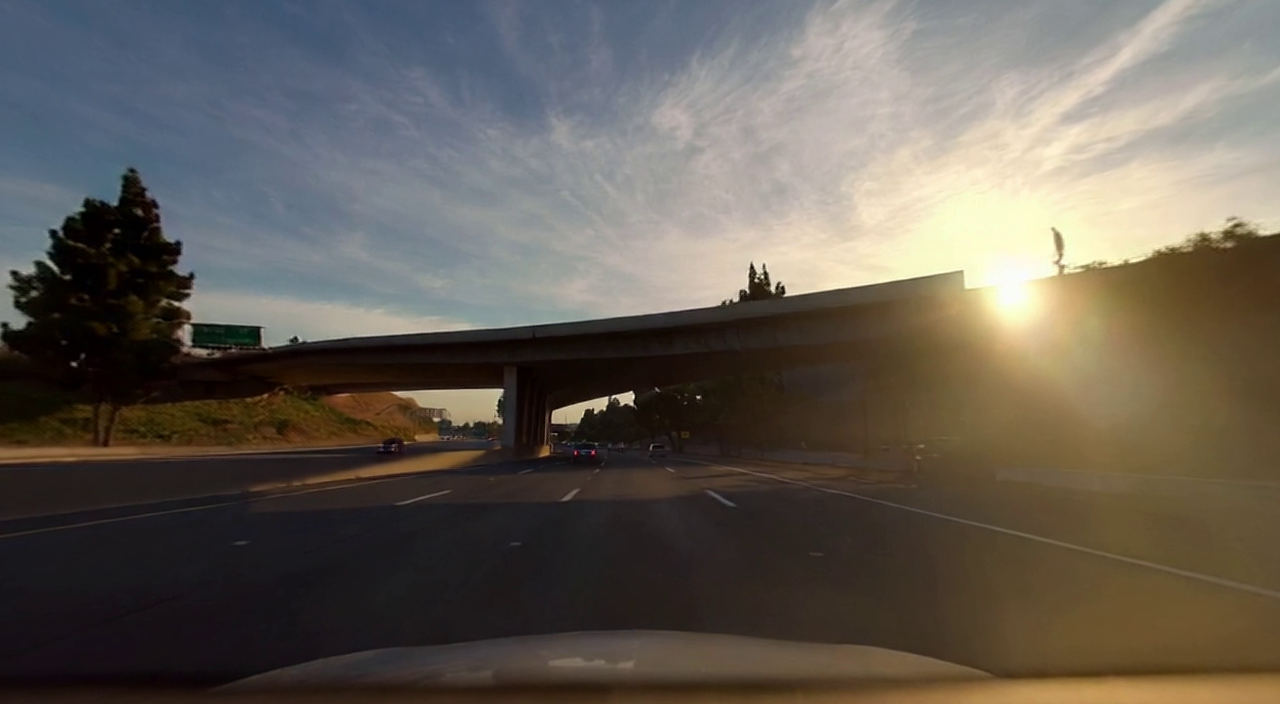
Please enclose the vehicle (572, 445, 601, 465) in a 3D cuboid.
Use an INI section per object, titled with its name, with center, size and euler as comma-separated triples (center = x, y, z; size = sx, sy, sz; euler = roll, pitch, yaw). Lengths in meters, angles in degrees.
[vehicle]
center = -4.152, 8.125, 49.983
size = 2.037, 1.514, 4.335
euler = 0, -9, -1
